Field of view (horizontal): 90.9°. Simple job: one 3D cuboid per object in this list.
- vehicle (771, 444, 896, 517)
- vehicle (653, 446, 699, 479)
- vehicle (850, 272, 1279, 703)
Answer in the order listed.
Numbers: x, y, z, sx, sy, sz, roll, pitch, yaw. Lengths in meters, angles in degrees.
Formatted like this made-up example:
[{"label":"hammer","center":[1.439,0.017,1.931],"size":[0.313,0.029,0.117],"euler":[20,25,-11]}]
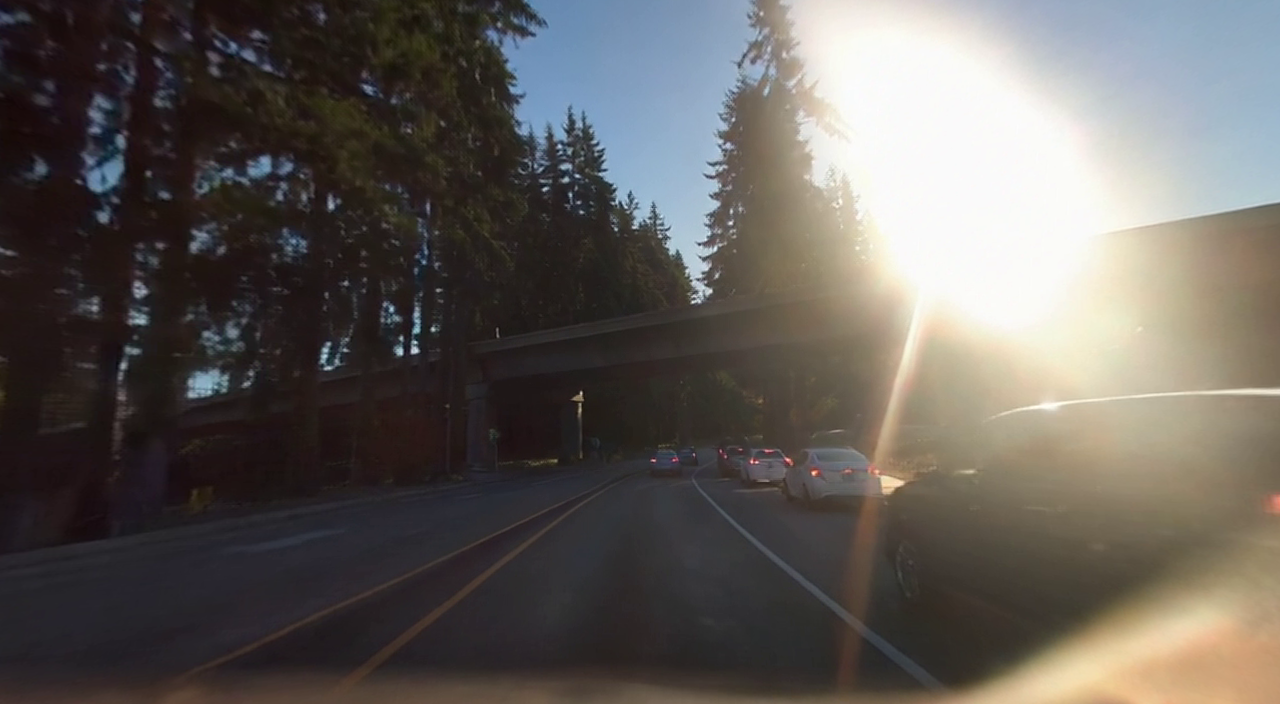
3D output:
[{"label":"vehicle","center":[4.505,3.027,15.311],"size":[1.911,1.525,3.755],"euler":[0,-9,2]},{"label":"vehicle","center":[1.839,5.404,31.092],"size":[2.078,1.506,4.058],"euler":[-1,-9,6]},{"label":"vehicle","center":[3.444,1.033,4.415],"size":[2.273,1.944,4.866],"euler":[0,-9,0]}]
